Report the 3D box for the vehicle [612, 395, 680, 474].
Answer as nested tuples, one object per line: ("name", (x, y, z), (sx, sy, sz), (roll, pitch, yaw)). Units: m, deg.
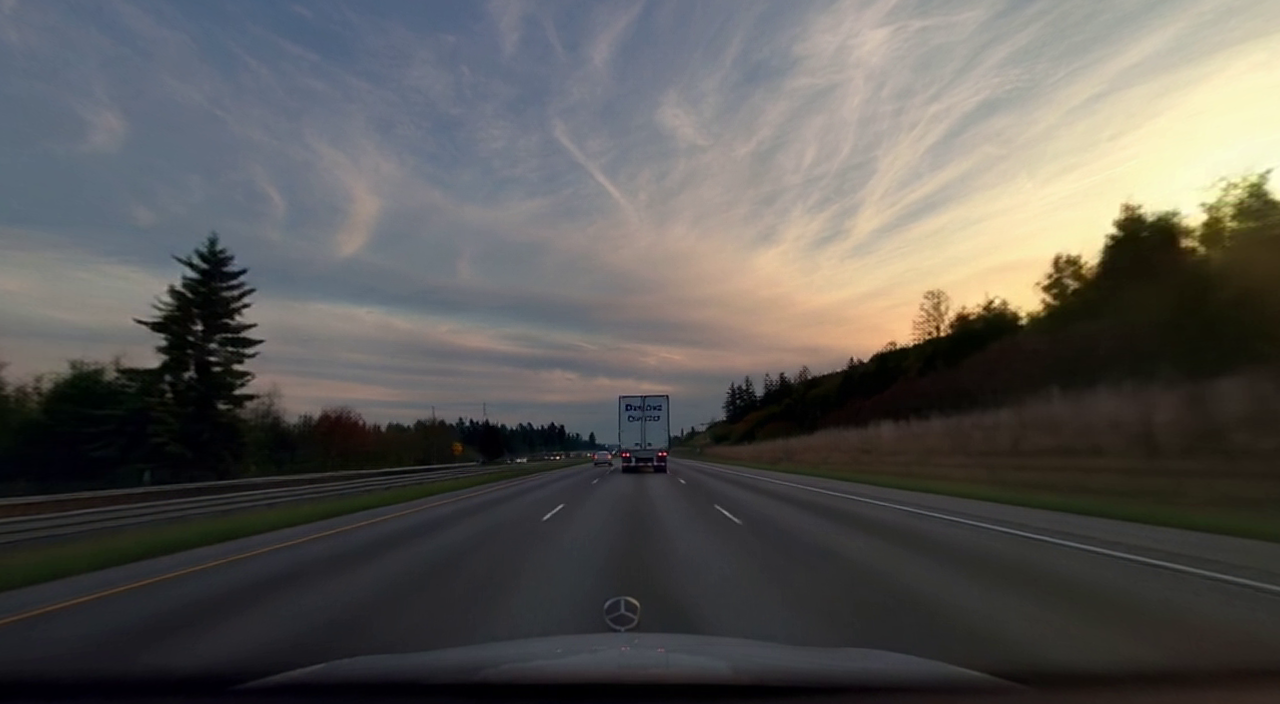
("vehicle", (0.313, 5.665, 41.631), (3.537, 4.071, 17.399), (0, -9, 0))
